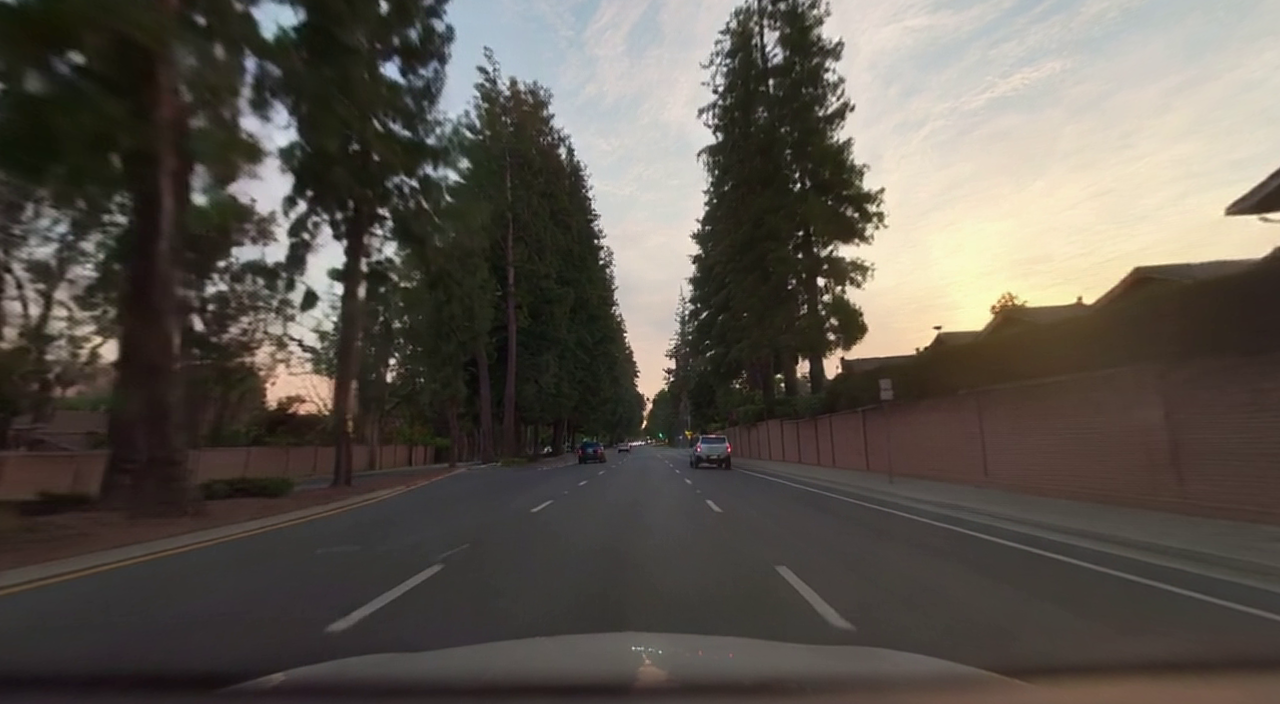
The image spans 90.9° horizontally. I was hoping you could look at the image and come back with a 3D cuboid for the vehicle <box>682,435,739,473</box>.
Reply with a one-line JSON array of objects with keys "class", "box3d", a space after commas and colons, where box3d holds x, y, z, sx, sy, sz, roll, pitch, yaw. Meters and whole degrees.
[{"class": "vehicle", "box3d": [3.432, 5.076, 31.621, 2.321, 1.695, 5.037, 0, -8, 1]}]
